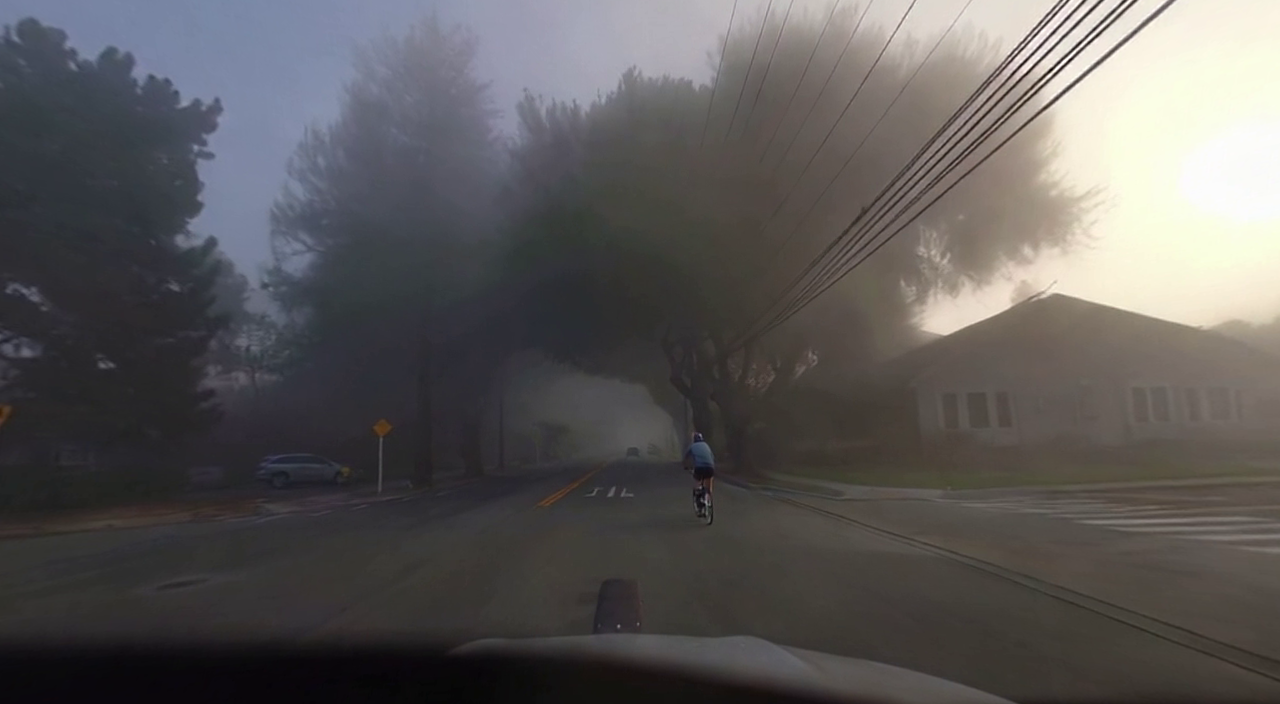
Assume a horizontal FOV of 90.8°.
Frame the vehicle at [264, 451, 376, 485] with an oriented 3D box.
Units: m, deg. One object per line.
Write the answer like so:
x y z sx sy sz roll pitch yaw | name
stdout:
-14.637 5.316 29.059 4.143 1.480 1.755 0 -8 -2 | vehicle
